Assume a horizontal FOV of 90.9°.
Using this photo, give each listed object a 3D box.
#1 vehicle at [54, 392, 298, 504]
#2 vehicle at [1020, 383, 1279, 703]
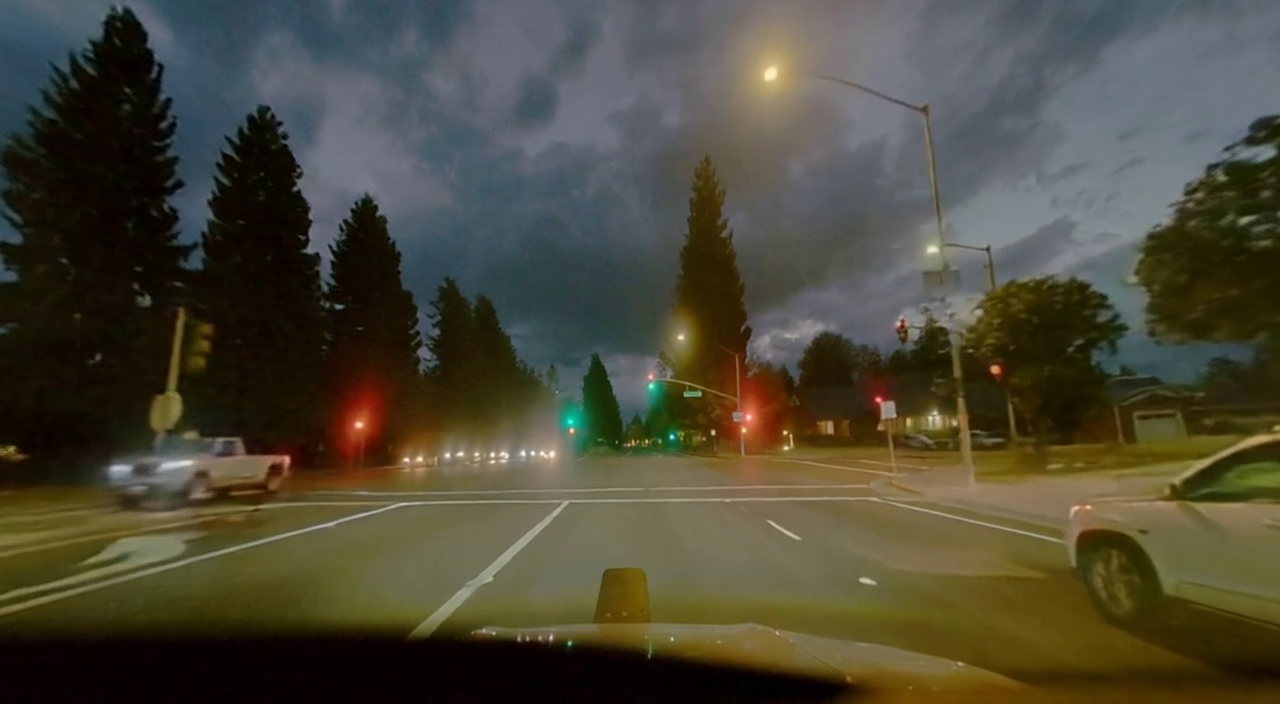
[{"bbox_3d":[-13.405,2.888,19.094,2.357,2.798,6.419,0,-9,1],"label":"vehicle"},{"bbox_3d":[4.214,0.999,3.428,2.018,1.591,3.564,0,-9,0],"label":"vehicle"}]
